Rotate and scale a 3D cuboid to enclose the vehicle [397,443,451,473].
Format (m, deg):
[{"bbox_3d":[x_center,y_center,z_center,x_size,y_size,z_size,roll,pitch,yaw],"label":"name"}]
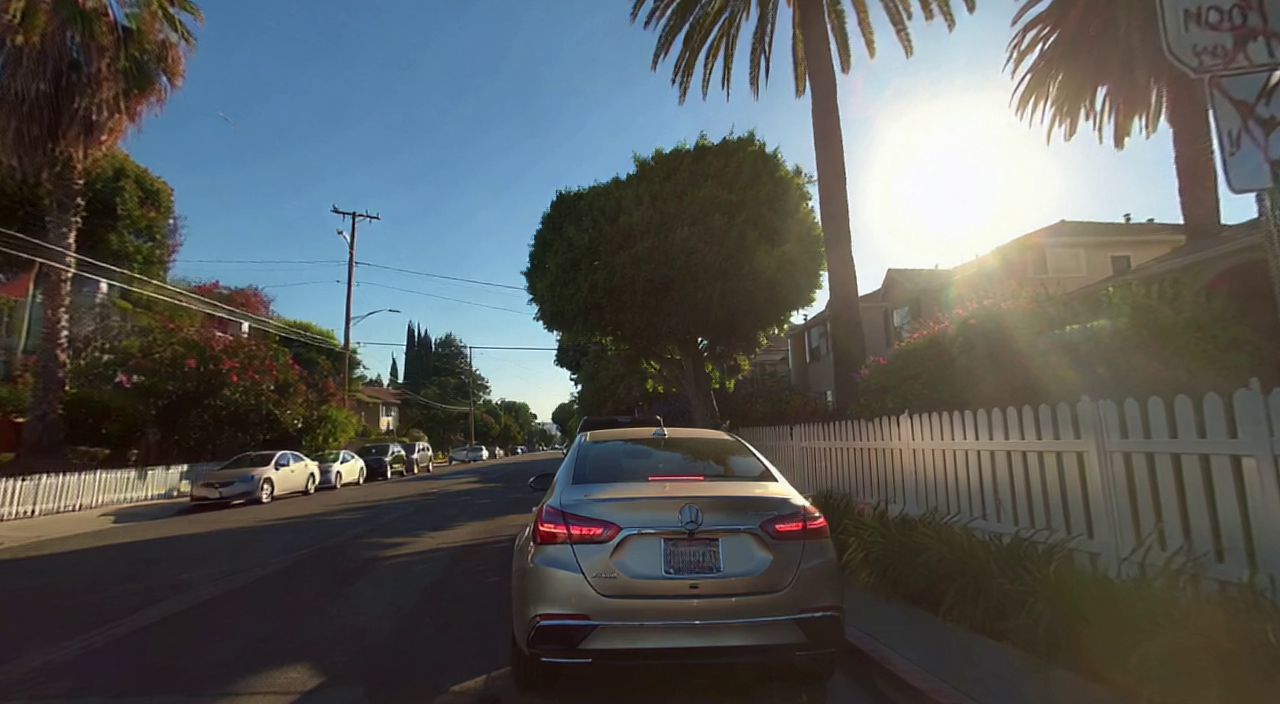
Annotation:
[{"bbox_3d":[-13.167,6.466,38.668,2.060,1.689,4.999,1,-8,-7],"label":"vehicle"}]

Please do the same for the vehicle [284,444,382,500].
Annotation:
[{"bbox_3d":[-12.155,4.705,25.275,2.048,1.485,4.757,-4,-4,-8],"label":"vehicle"}]

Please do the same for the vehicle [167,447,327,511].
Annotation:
[{"bbox_3d":[-11.400,3.654,18.794,2.017,1.627,5.039,1,-8,-7],"label":"vehicle"}]

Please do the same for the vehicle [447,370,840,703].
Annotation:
[{"bbox_3d":[-0.140,1.218,4.993,1.894,1.695,3.795,1,-8,-6],"label":"vehicle"}]
